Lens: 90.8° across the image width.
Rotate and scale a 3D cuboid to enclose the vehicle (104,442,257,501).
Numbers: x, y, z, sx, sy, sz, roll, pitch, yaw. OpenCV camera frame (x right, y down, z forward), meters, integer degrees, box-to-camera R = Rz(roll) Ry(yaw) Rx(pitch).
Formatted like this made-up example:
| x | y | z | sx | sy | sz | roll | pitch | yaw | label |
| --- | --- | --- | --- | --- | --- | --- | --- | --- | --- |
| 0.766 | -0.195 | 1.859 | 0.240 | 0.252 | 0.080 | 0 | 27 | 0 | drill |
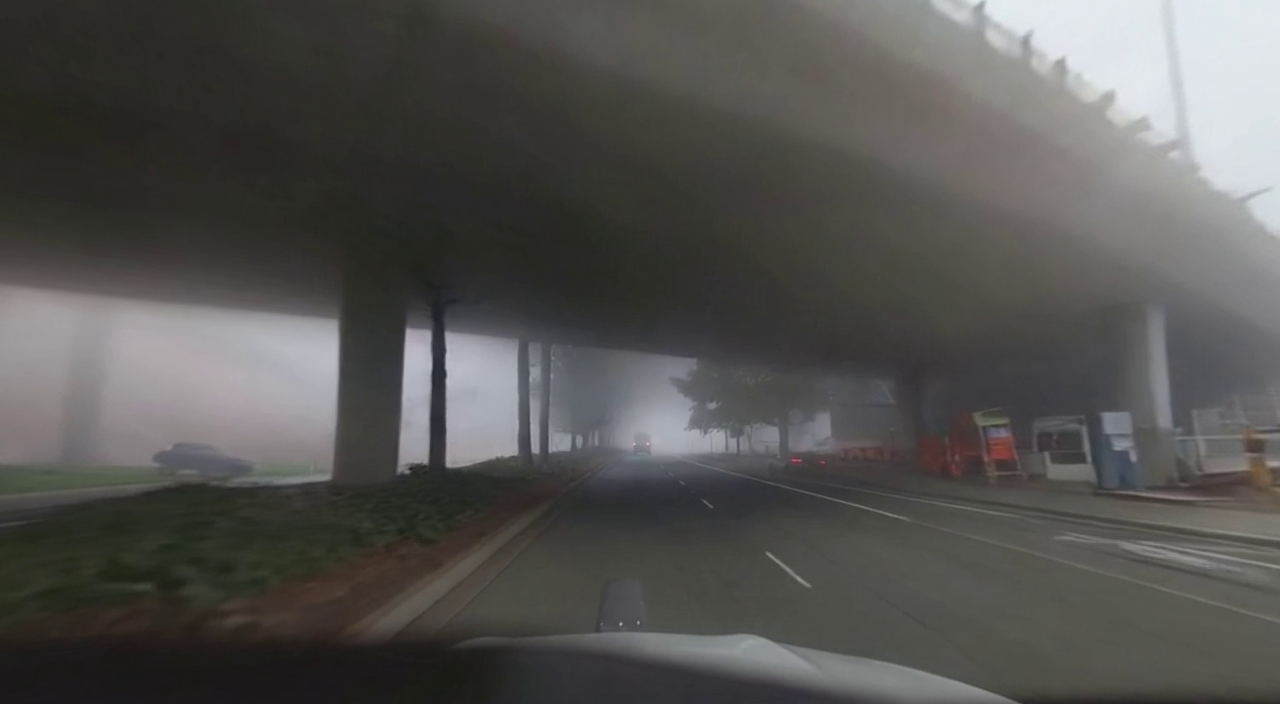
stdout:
| x | y | z | sx | sy | sz | roll | pitch | yaw | label |
| --- | --- | --- | --- | --- | --- | --- | --- | --- | --- |
| -15.859 | 4.104 | 22.364 | 2.613 | 1.746 | 6.093 | 3 | -9 | -19 | vehicle |
